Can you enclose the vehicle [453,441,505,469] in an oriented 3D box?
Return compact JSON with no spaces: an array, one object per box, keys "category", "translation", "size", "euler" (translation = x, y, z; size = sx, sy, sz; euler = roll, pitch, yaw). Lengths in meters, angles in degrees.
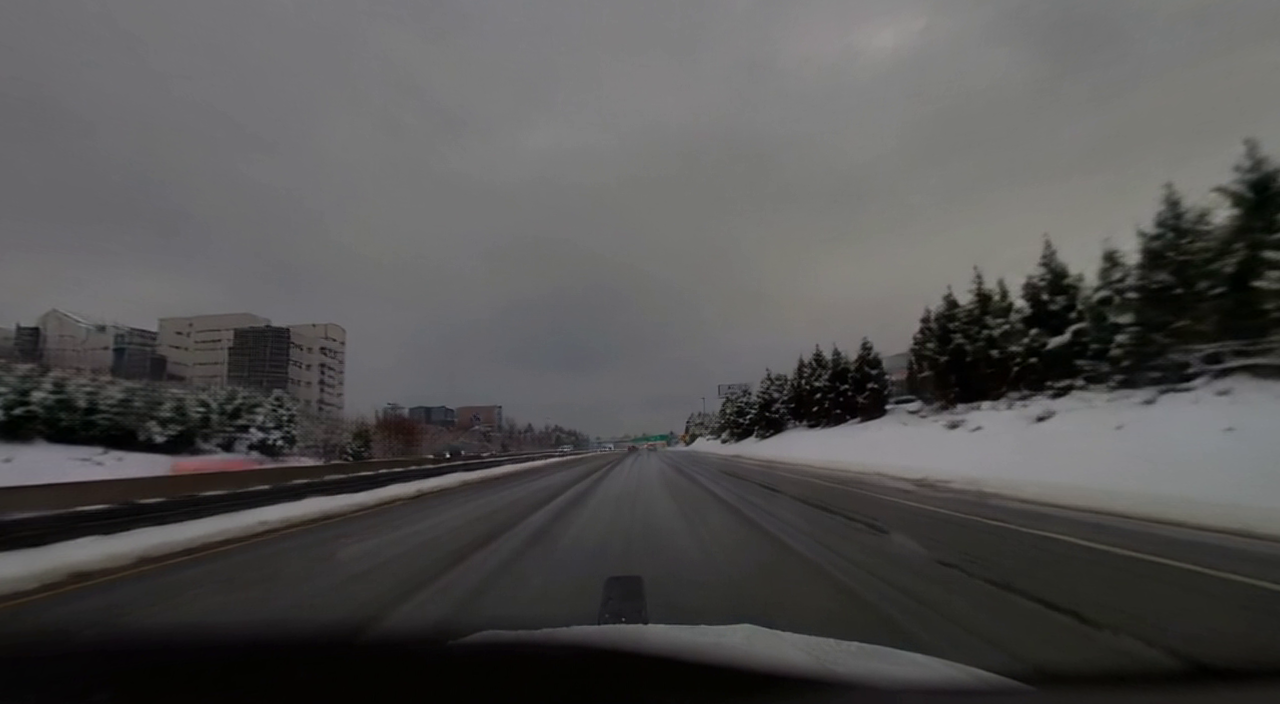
[{"category":"vehicle","translation":[-10.766,6.900,42.500],"size":[2.040,1.711,5.175],"euler":[0,-8,1]}]
